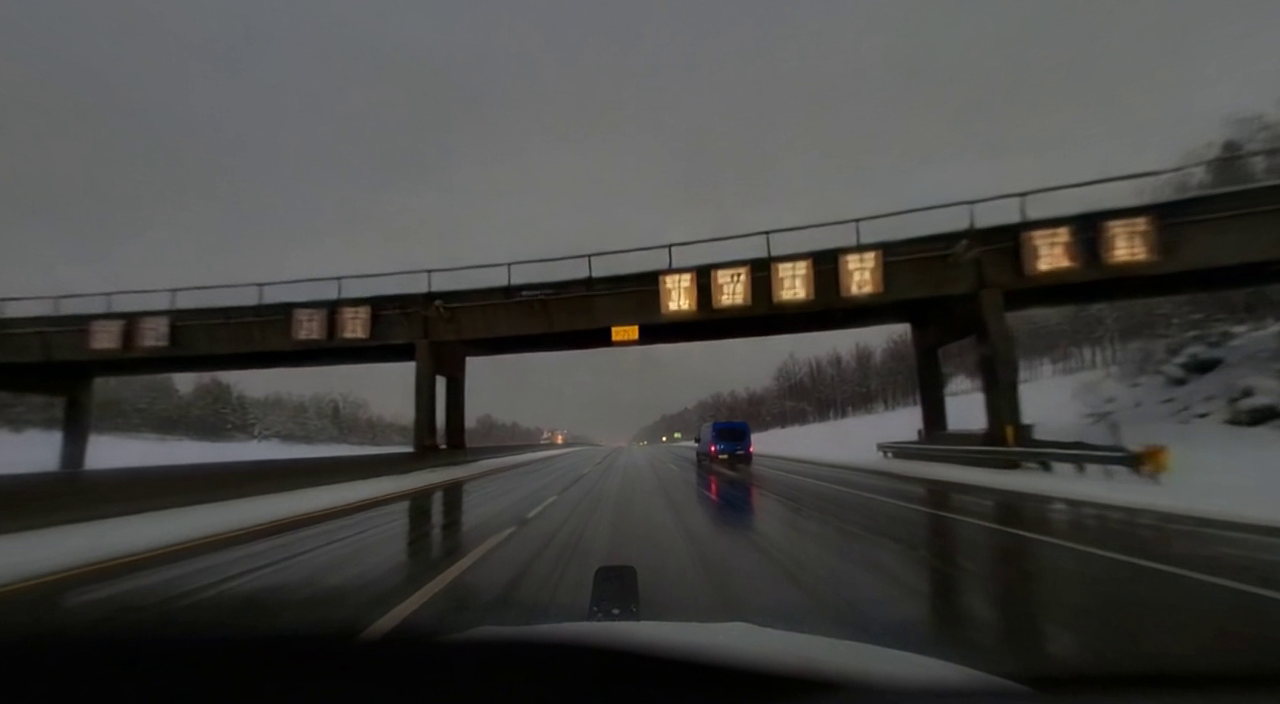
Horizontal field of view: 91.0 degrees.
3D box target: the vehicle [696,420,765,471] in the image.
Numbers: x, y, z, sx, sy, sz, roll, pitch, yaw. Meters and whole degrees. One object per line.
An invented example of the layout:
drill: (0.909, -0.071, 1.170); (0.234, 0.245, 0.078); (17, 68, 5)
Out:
vehicle: (3.772, 4.018, 27.211); (2.161, 2.002, 4.631); (0, -8, -2)
